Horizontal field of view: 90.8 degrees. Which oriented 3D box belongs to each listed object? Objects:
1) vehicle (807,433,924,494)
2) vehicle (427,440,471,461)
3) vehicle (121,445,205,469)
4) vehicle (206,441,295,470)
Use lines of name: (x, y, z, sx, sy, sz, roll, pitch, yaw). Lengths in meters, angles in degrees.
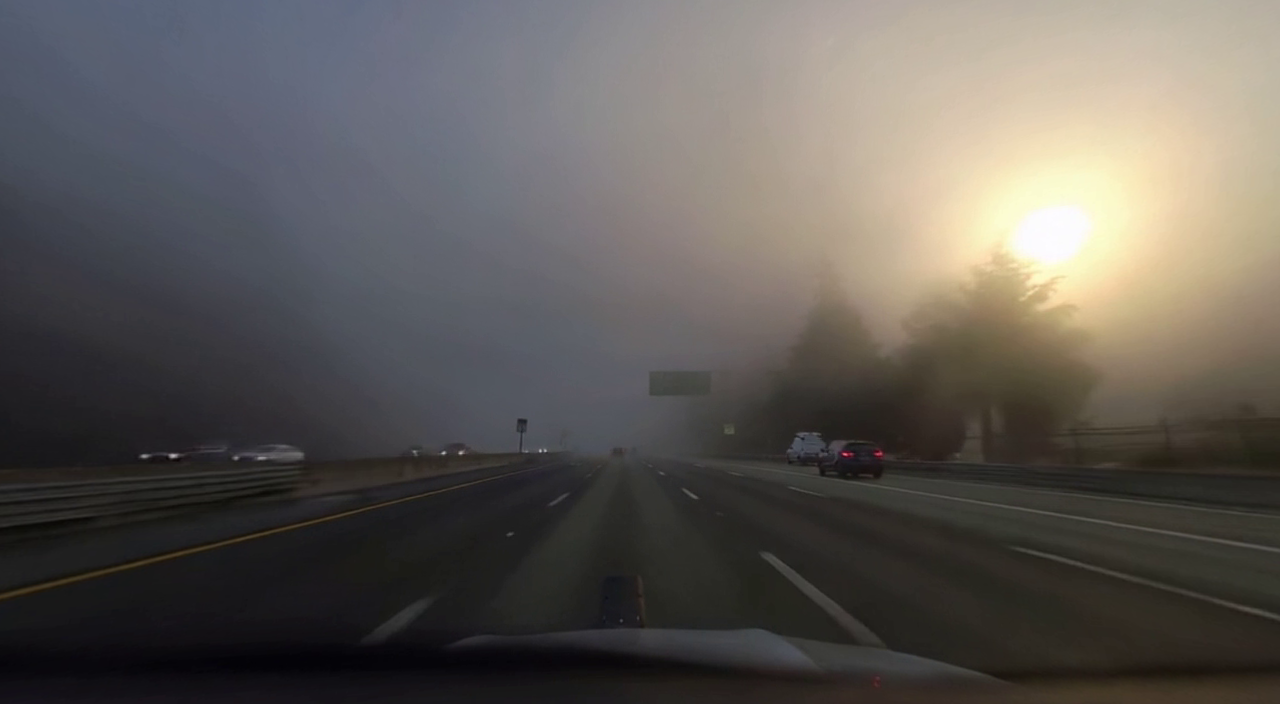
vehicle: (6.864, 3.431, 19.757, 2.081, 1.705, 3.926, 0, -9, -2)
vehicle: (-14.909, 7.737, 49.568, 2.089, 1.559, 4.558, 0, -9, -1)
vehicle: (-29.832, 6.568, 39.714, 1.808, 1.445, 4.514, 0, -9, -1)
vehicle: (-21.374, 5.713, 34.956, 1.932, 1.492, 4.771, 0, -9, -1)
